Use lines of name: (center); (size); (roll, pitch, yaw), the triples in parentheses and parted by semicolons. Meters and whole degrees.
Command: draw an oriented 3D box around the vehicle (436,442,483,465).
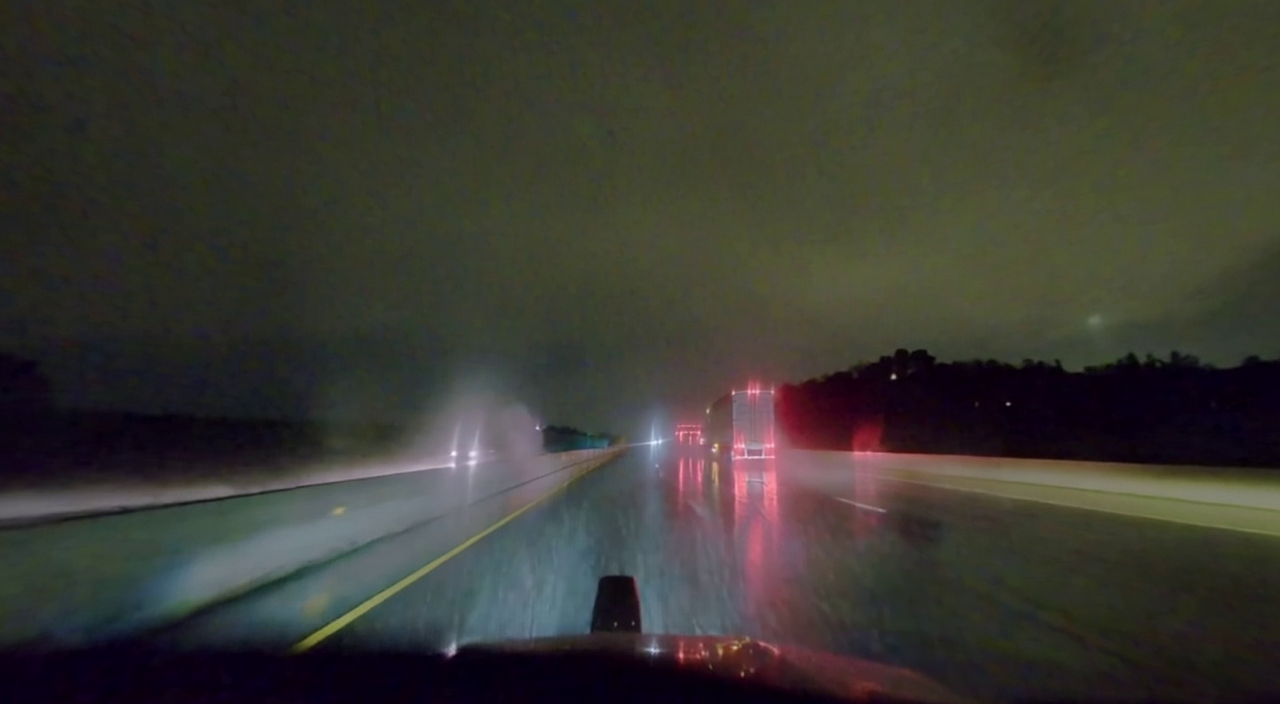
vehicle: (-12.474, 6.989, 43.725); (1.977, 1.473, 4.523); (0, -8, 0)

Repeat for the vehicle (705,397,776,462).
vehicle: (7.052, 5.856, 46.656); (2.885, 4.075, 13.981); (0, -8, 0)
